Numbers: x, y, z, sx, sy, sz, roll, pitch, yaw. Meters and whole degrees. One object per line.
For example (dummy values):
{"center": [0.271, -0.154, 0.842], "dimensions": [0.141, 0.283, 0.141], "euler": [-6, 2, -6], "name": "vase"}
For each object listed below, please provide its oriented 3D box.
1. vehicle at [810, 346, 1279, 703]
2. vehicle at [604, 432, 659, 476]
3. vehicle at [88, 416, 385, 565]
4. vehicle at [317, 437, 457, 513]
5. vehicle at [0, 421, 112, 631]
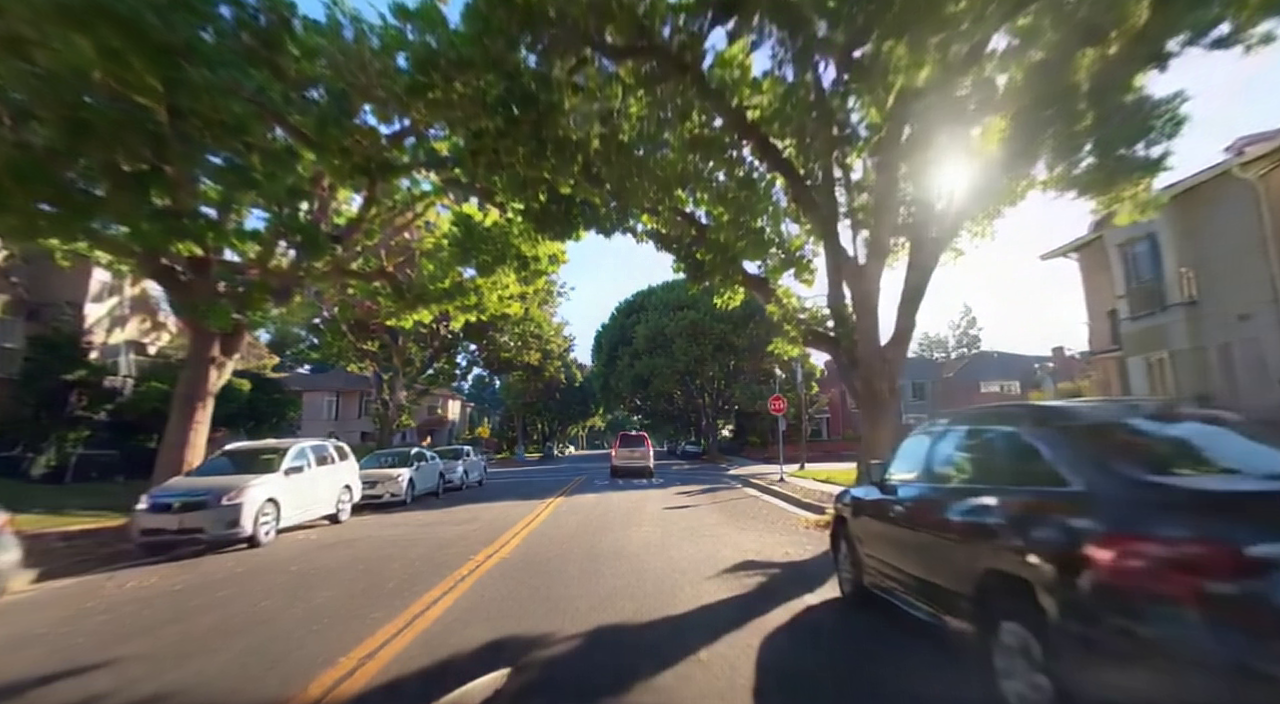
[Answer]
{"center": [2.721, 1.077, 4.009], "dimensions": [2.071, 1.608, 4.547], "euler": [0, -7, 1], "name": "vehicle"}
{"center": [-0.360, 4.338, 27.084], "dimensions": [2.172, 1.722, 4.201], "euler": [0, -8, -1], "name": "vehicle"}
{"center": [-6.000, 2.067, 10.193], "dimensions": [1.899, 1.615, 4.624], "euler": [-7, -8, -2], "name": "vehicle"}
{"center": [-6.203, 3.039, 16.031], "dimensions": [1.975, 1.515, 4.179], "euler": [-3, -9, -2], "name": "vehicle"}
{"center": [-5.983, 1.218, 3.860], "dimensions": [1.955, 1.659, 4.324], "euler": [1, -8, -5], "name": "vehicle"}
